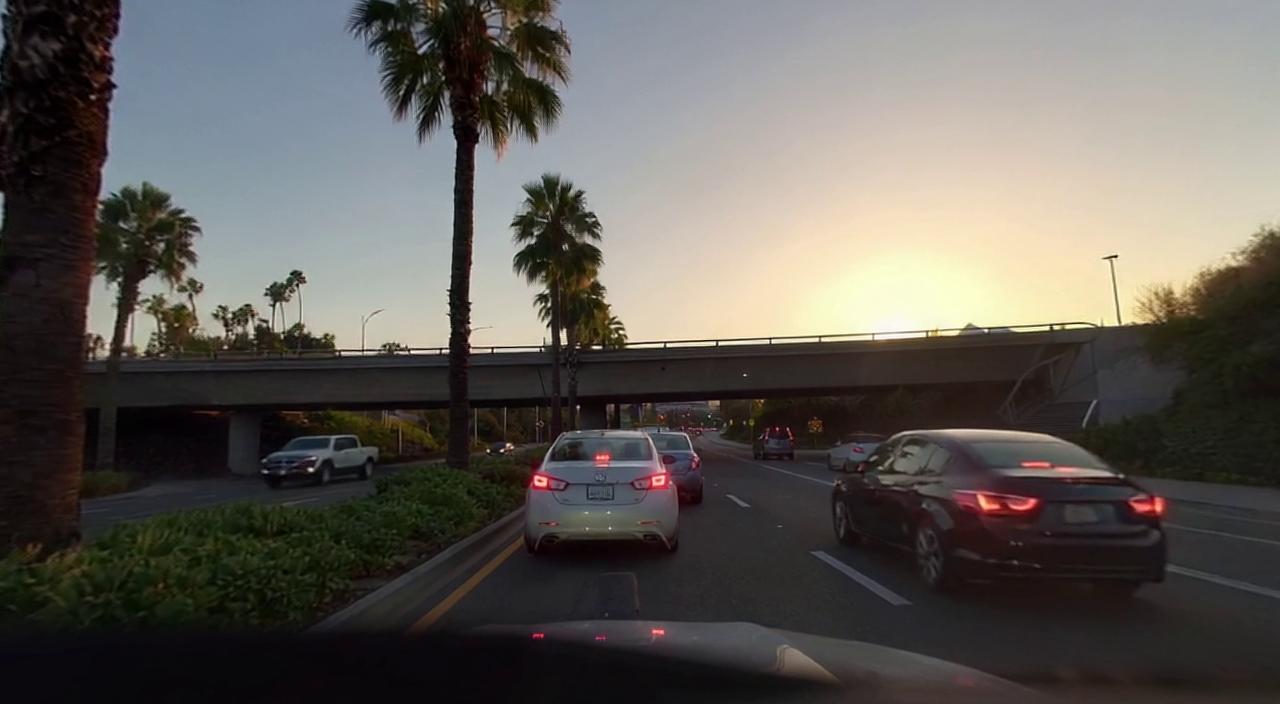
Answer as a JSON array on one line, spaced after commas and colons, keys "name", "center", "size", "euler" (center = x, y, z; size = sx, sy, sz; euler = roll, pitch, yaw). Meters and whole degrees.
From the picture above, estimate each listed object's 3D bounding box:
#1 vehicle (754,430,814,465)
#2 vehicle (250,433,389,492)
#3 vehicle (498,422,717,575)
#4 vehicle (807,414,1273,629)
[{"name": "vehicle", "center": [8.076, 5.411, 35.651], "size": [2.242, 1.817, 4.837], "euler": [0, -9, 0]}, {"name": "vehicle", "center": [-12.262, 4.266, 24.652], "size": [2.386, 1.943, 5.700], "euler": [-2, -9, 1]}, {"name": "vehicle", "center": [-0.267, 1.758, 8.311], "size": [2.172, 1.506, 4.018], "euler": [0, -9, 2]}, {"name": "vehicle", "center": [3.500, 1.570, 6.959], "size": [2.034, 1.517, 4.840], "euler": [0, -9, 1]}]
